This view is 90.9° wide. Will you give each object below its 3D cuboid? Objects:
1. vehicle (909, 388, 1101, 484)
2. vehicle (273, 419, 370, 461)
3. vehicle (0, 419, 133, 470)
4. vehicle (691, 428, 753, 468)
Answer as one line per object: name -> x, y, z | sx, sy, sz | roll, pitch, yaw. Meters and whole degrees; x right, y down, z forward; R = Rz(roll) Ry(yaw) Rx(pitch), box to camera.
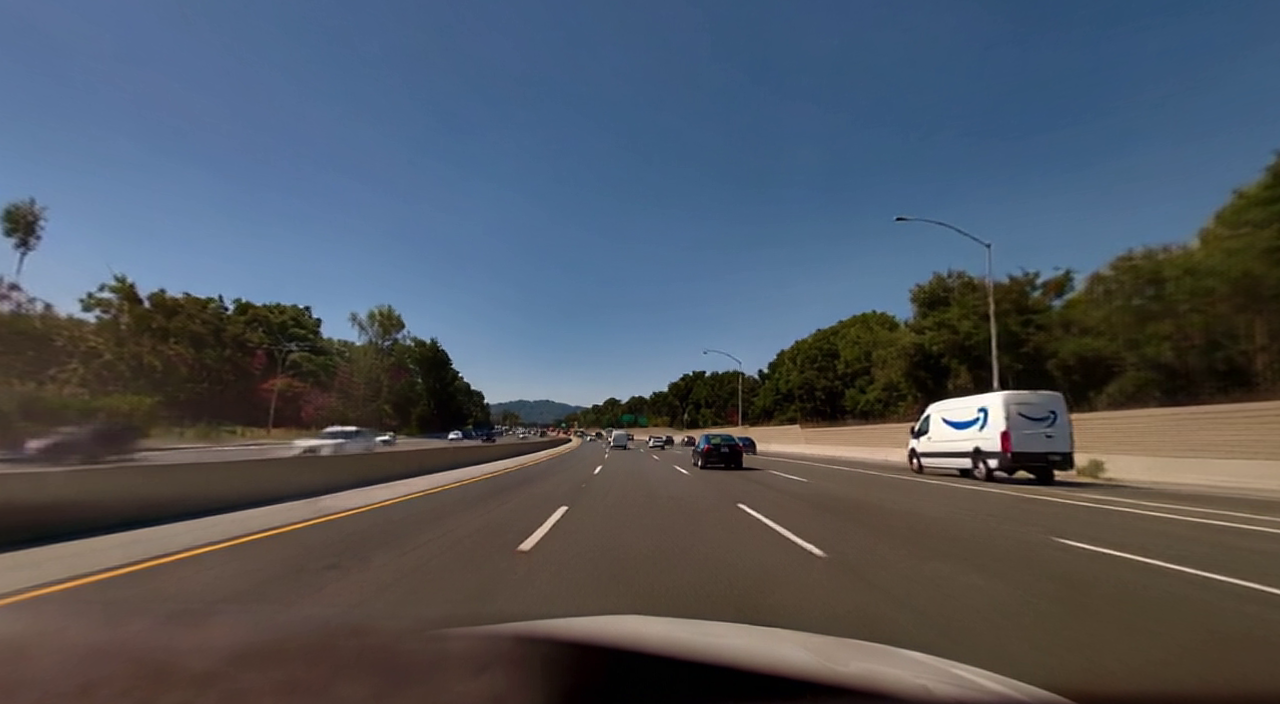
vehicle -> 12.200, 2.949, 21.998 | 2.274, 2.802, 6.802 | 0, -8, -3
vehicle -> -14.265, 3.995, 28.581 | 2.040, 1.705, 4.620 | 0, -8, -1
vehicle -> -21.536, 3.406, 23.228 | 1.915, 1.683, 4.596 | 0, -8, -1
vehicle -> 3.698, 4.453, 29.388 | 2.141, 1.732, 4.279 | 0, -8, -2
